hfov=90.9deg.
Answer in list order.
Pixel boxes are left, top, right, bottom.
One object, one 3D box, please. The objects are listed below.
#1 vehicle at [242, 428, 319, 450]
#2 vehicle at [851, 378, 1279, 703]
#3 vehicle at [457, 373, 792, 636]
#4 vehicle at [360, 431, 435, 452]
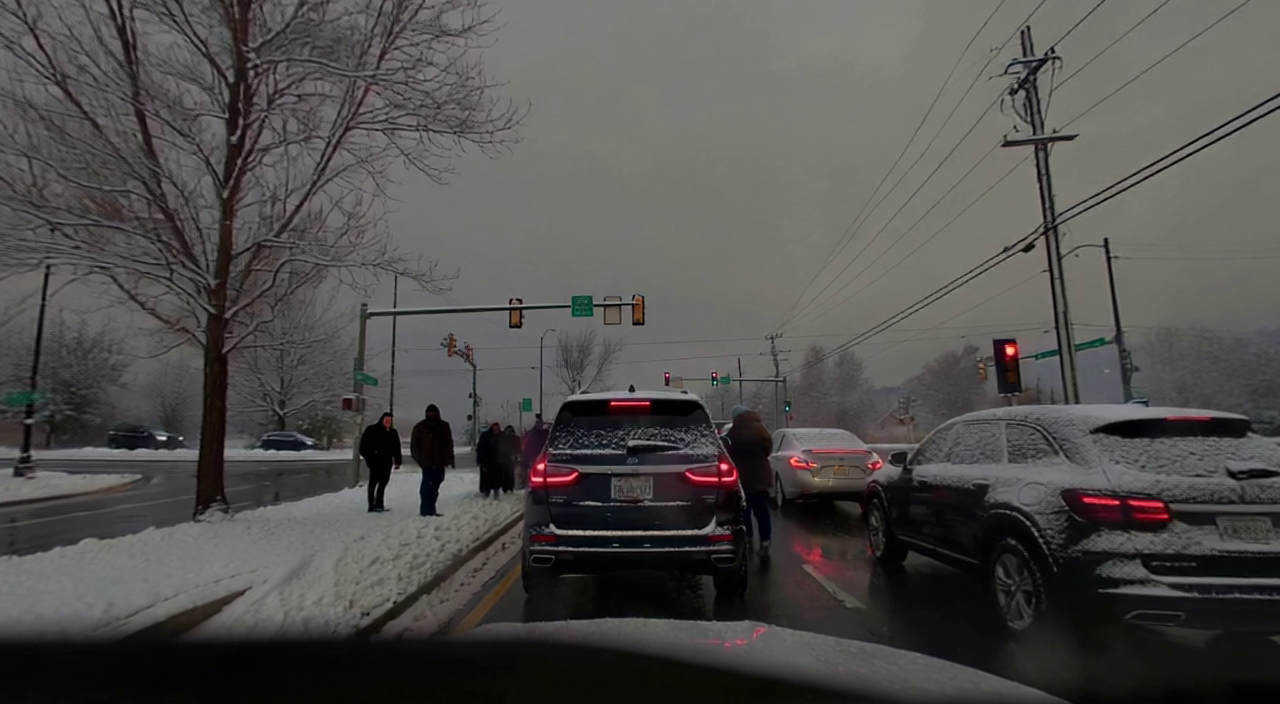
[{"bbox_3d":[-26.852,6.524,47.203,4.587,1.639,1.878,0,-8,0],"label":"vehicle"},{"bbox_3d":[3.554,1.298,5.554,1.948,1.677,4.437,0,-8,2],"label":"vehicle"},{"bbox_3d":[-0.142,1.357,6.597,2.271,1.786,4.443,0,-8,-1],"label":"vehicle"},{"bbox_3d":[-17.768,6.554,46.354,4.607,1.478,1.995,0,-8,0],"label":"vehicle"}]
